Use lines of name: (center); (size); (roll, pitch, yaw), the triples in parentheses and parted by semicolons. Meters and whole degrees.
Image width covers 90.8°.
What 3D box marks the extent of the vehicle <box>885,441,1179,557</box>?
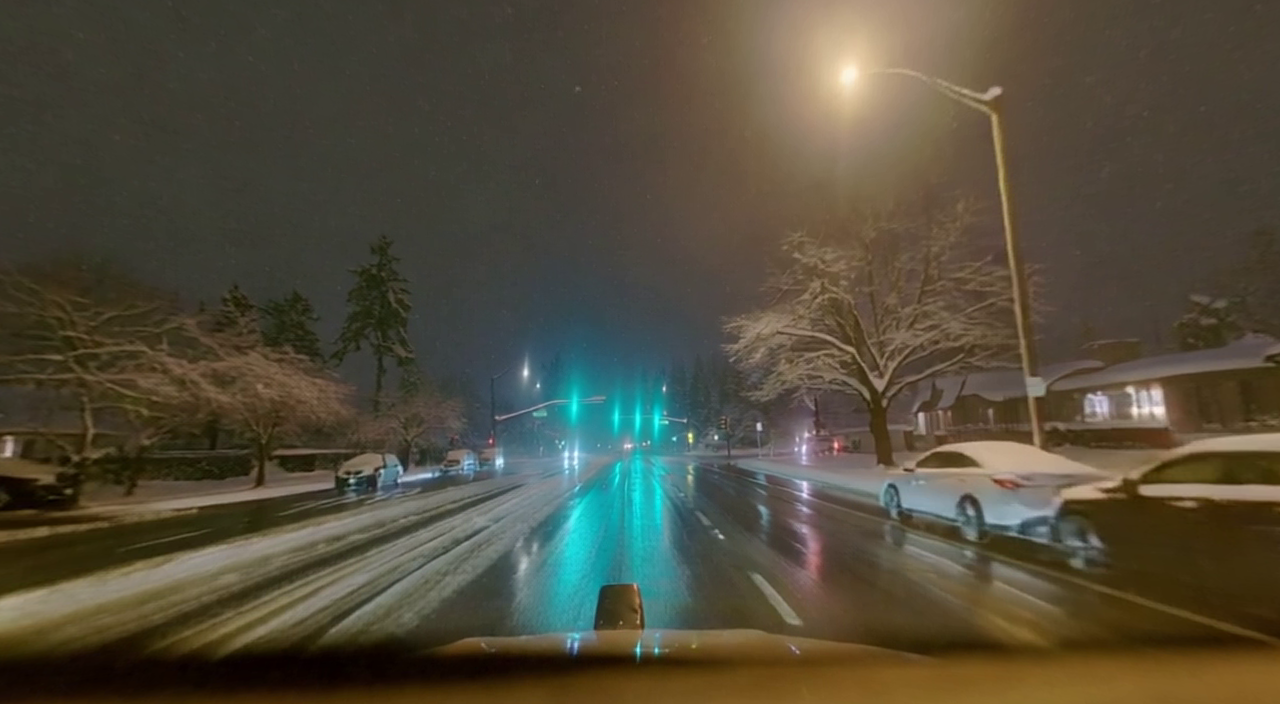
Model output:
vehicle: (5.813, 2.185, 10.205); (1.892, 1.452, 4.327); (0, -8, -1)

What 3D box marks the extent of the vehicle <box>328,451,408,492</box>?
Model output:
vehicle: (-12.964, 5.676, 30.415); (1.916, 1.754, 4.337); (0, -8, -1)

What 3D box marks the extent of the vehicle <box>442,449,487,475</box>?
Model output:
vehicle: (-13.080, 8.199, 47.443); (2.121, 1.791, 4.871); (0, -8, -2)

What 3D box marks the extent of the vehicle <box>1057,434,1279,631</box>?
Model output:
vehicle: (5.776, 1.410, 5.096); (1.854, 1.474, 4.479); (0, -8, 2)
